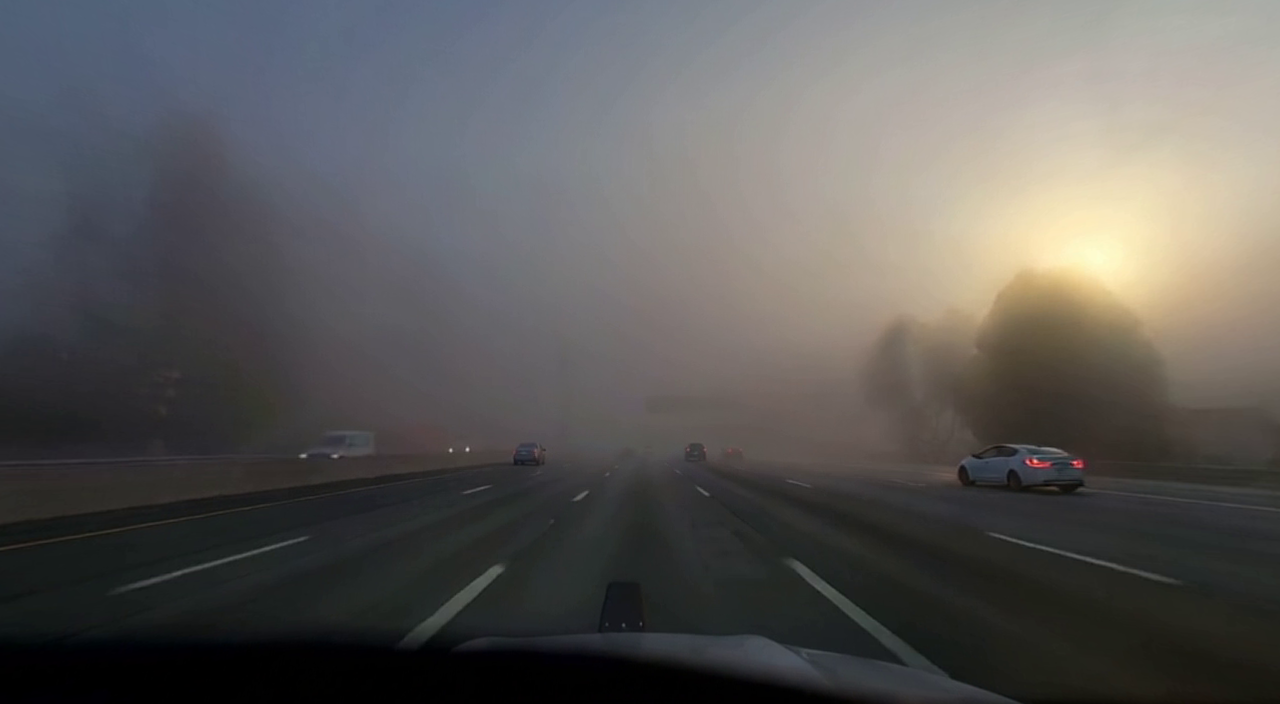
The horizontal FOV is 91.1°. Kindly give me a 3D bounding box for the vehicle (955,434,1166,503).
[{"bbox_3d":[10.225,2.861,15.882,1.979,1.467,4.839,0,-8,-1],"label":"vehicle"}]

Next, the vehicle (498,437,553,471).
[{"bbox_3d":[-6.278,5.664,34.956,2.091,1.746,4.437,0,-8,1],"label":"vehicle"}]

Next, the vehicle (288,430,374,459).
[{"bbox_3d":[-21.296,6.454,43.672,2.837,1.878,6.106,0,-9,0],"label":"vehicle"}]

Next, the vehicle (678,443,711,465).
[{"bbox_3d":[3.702,7.012,43.161,1.950,1.453,3.378,0,-9,-1],"label":"vehicle"}]
